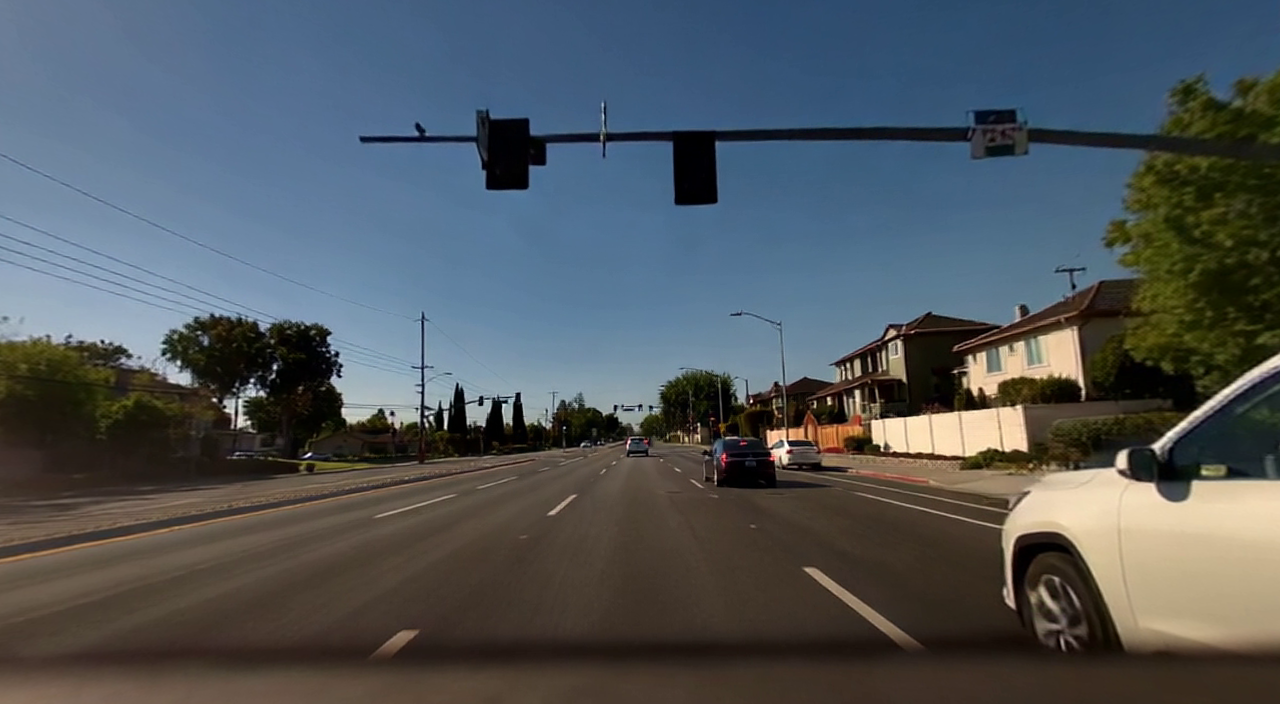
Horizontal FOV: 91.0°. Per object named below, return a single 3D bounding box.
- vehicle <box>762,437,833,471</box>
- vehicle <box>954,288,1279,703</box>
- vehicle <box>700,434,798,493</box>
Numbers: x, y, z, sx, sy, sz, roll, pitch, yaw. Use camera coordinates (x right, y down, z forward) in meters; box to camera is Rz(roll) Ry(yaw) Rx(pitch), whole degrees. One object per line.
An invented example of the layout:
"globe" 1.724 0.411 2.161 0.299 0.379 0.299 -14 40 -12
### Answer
"vehicle" 7.246 4.747 29.428 2.010 1.421 4.586 0 -9 -2
"vehicle" 3.061 0.634 1.602 2.129 1.761 4.610 0 -9 0
"vehicle" 2.889 3.058 17.593 1.889 1.451 4.180 0 -9 -1
